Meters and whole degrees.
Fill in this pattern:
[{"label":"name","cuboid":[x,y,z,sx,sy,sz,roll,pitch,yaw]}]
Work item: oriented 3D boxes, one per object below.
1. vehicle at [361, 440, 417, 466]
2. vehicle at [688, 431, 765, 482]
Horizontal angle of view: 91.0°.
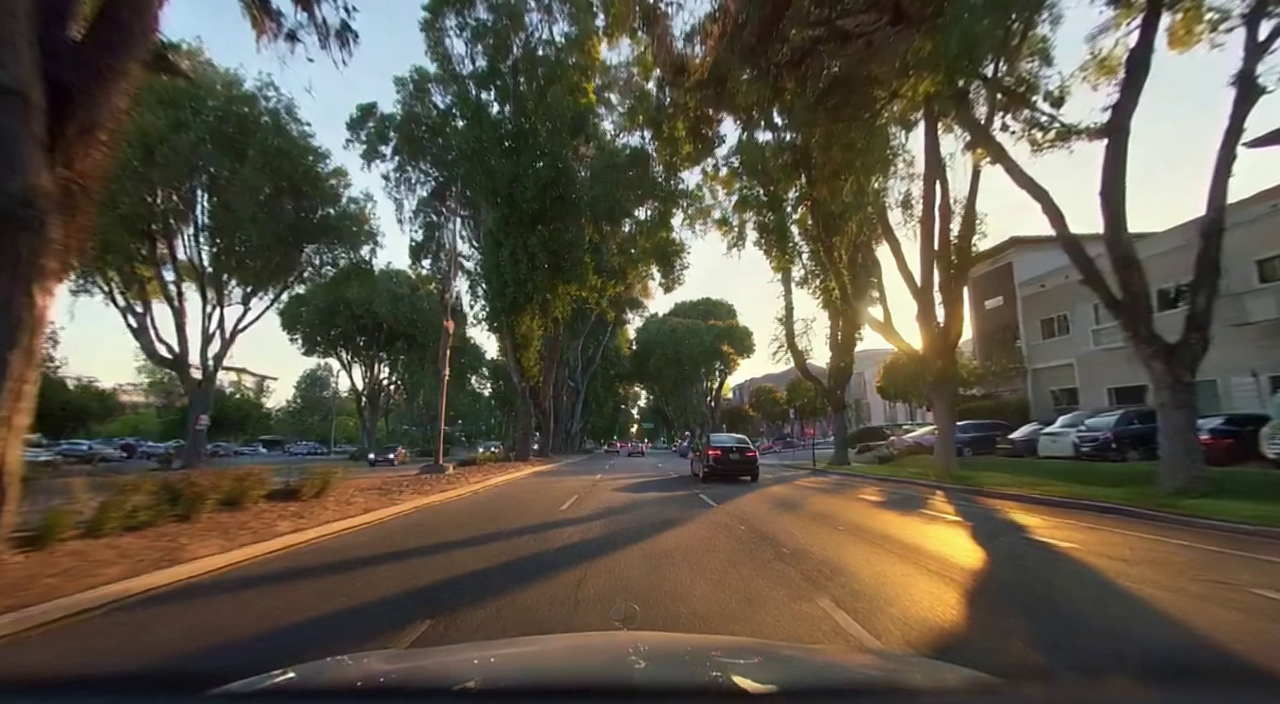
[{"label":"vehicle","cuboid":[-17.762,7.174,44.832,2.097,1.691,4.569,0,-8,0]},{"label":"vehicle","cuboid":[2.977,3.700,22.542,2.022,1.656,4.025,0,-8,-2]}]
